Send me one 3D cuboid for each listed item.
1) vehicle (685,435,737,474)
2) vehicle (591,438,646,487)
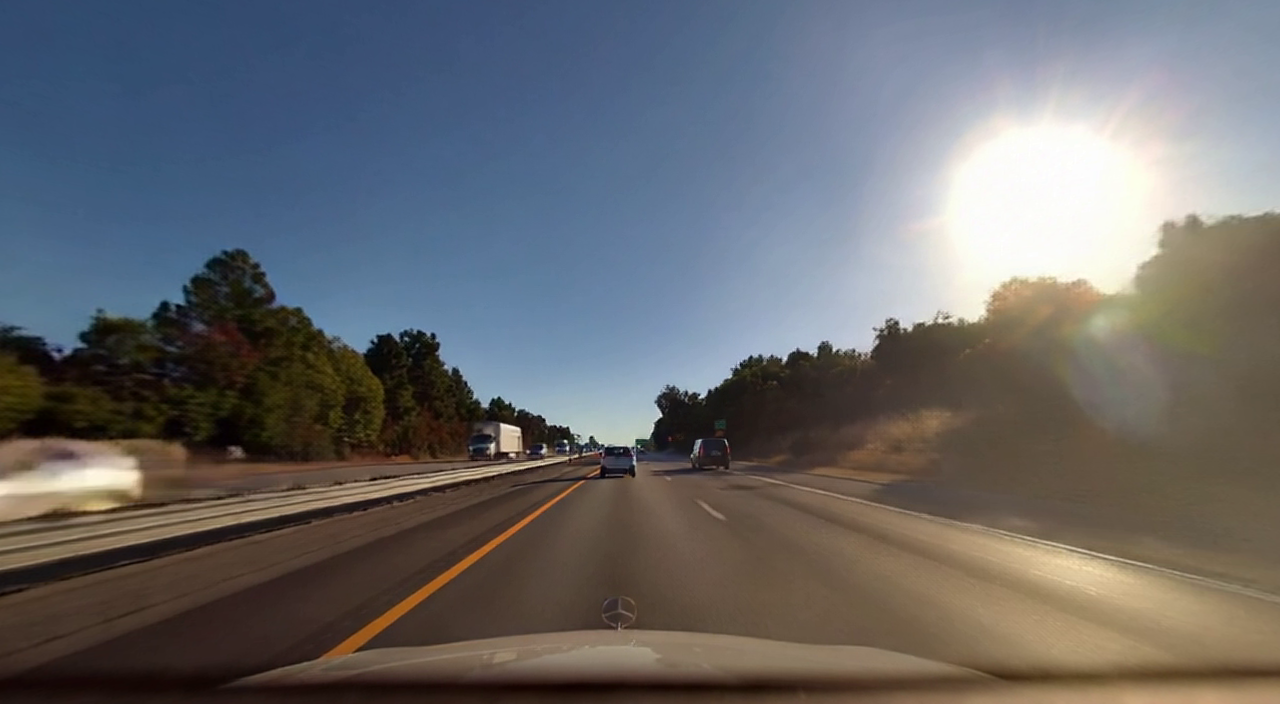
[{"bbox_3d":[3.815,5.621,34.498,2.179,1.930,4.538,0,-9,-1],"label":"vehicle"},{"bbox_3d":[-0.796,4.256,24.440,1.963,1.711,4.284,0,-9,-1],"label":"vehicle"}]
